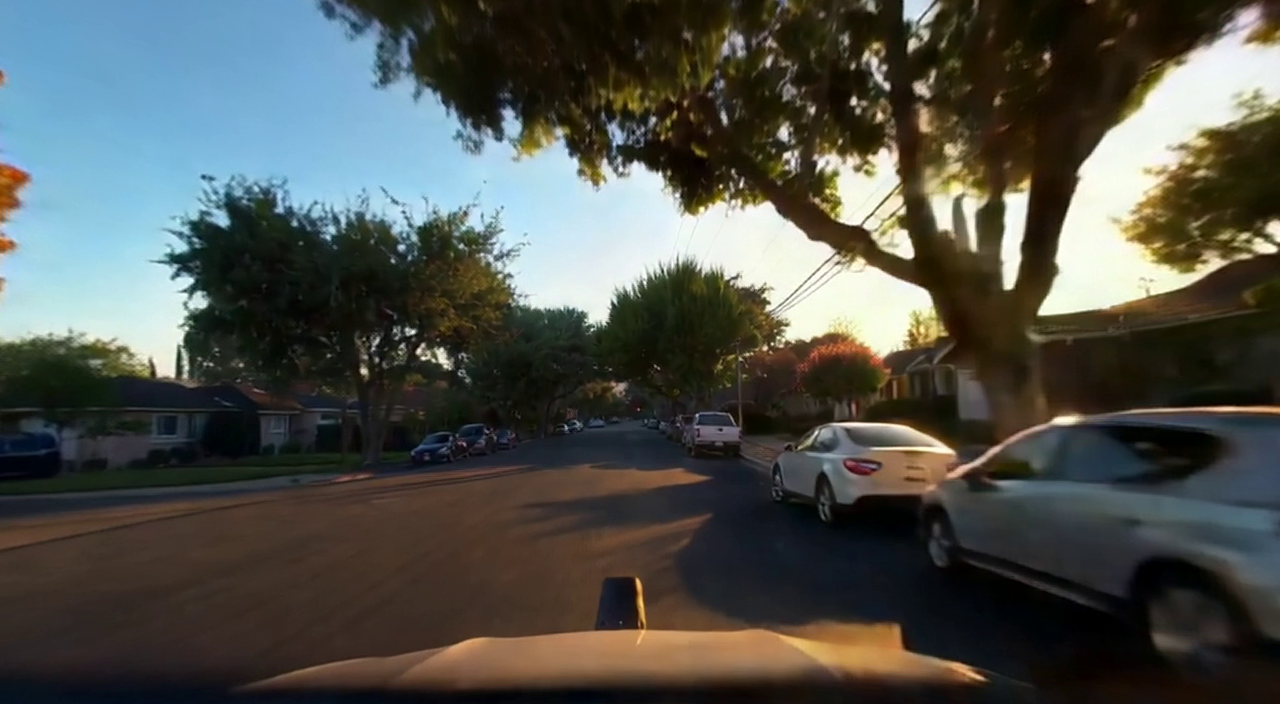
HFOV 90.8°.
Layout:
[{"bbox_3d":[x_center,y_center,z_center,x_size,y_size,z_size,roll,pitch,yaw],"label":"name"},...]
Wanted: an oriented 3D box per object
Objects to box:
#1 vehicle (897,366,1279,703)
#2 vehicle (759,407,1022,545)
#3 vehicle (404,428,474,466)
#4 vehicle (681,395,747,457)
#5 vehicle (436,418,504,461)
[{"bbox_3d":[3.675,1.065,4.038,2.047,1.598,4.321,0,-8,-3],"label":"vehicle"},{"bbox_3d":[3.558,1.877,10.289,2.079,1.681,4.933,0,-8,-2],"label":"vehicle"},{"bbox_3d":[-8.446,4.025,26.866,1.821,1.476,4.060,0,-8,-3],"label":"vehicle"},{"bbox_3d":[3.043,3.178,26.744,2.233,2.453,3.787,0,-8,-1],"label":"vehicle"},{"bbox_3d":[-8.596,4.447,32.392,2.163,1.841,4.679,-6,-7,-1],"label":"vehicle"}]
